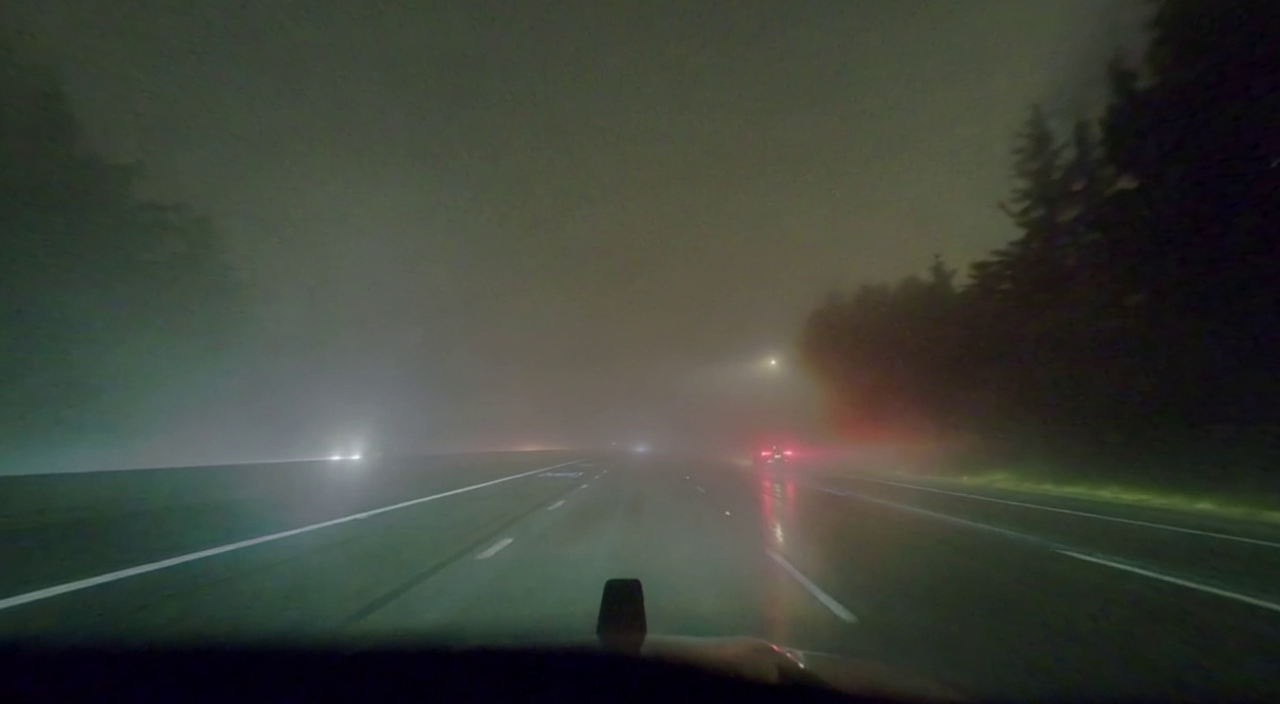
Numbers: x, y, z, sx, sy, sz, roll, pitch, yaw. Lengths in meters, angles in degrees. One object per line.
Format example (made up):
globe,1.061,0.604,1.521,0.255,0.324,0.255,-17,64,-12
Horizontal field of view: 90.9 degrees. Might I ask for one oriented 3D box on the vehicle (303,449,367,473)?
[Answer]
vehicle,-21.113,7.545,43.848,1.824,1.558,5.076,0,-8,1
